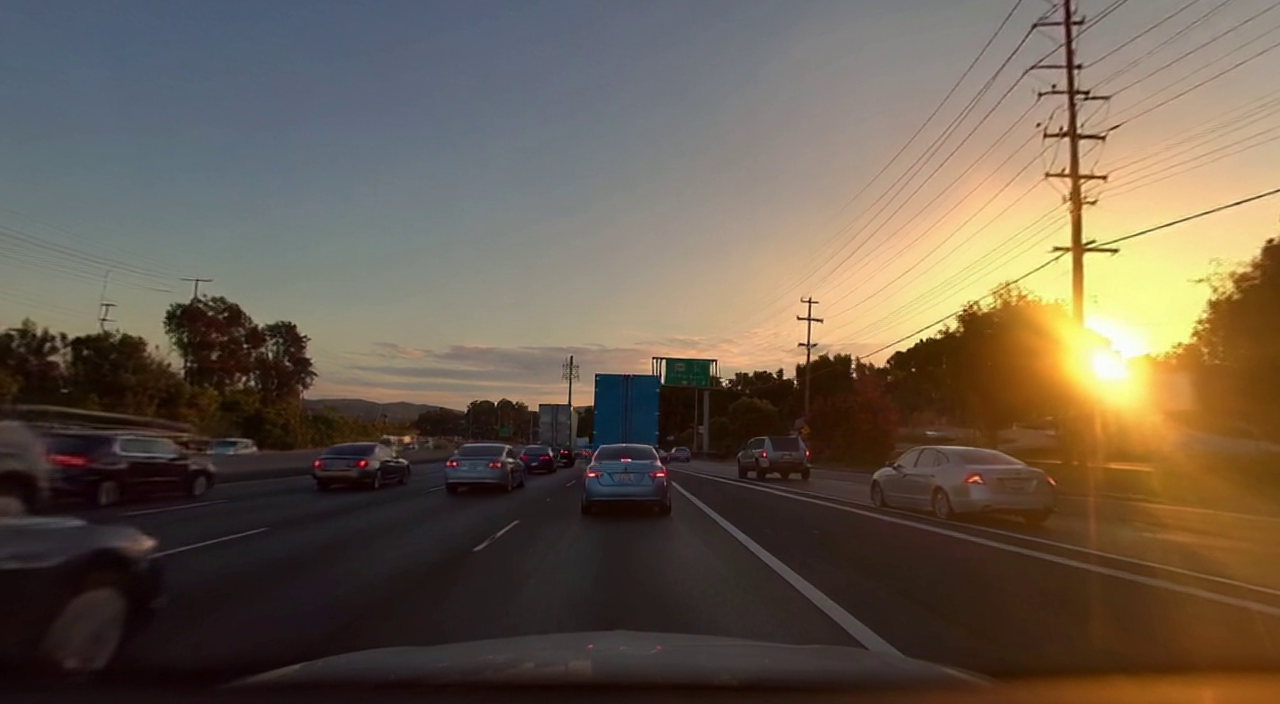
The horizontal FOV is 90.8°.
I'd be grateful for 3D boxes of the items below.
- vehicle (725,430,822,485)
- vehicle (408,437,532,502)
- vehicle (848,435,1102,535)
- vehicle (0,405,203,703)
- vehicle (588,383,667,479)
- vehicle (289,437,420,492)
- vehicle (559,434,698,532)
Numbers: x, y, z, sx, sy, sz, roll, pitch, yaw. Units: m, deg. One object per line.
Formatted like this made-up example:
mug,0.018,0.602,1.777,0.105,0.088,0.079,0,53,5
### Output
vehicle,4.354,3.524,21.313,2.023,1.676,4.002,1,-9,-5
vehicle,-4.279,3.049,16.878,1.960,1.450,5.246,0,-9,-1
vehicle,5.506,2.216,11.160,1.878,1.406,4.164,1,-9,-6
vehicle,-3.716,0.758,1.251,2.235,1.472,4.860,0,-9,0
vehicle,-0.672,3.531,27.413,2.909,3.518,8.262,0,-9,-3
vehicle,-8.575,3.415,19.568,1.988,1.472,4.852,0,-9,-3
vehicle,-0.288,2.304,11.671,2.112,1.463,4.012,0,-9,-3
